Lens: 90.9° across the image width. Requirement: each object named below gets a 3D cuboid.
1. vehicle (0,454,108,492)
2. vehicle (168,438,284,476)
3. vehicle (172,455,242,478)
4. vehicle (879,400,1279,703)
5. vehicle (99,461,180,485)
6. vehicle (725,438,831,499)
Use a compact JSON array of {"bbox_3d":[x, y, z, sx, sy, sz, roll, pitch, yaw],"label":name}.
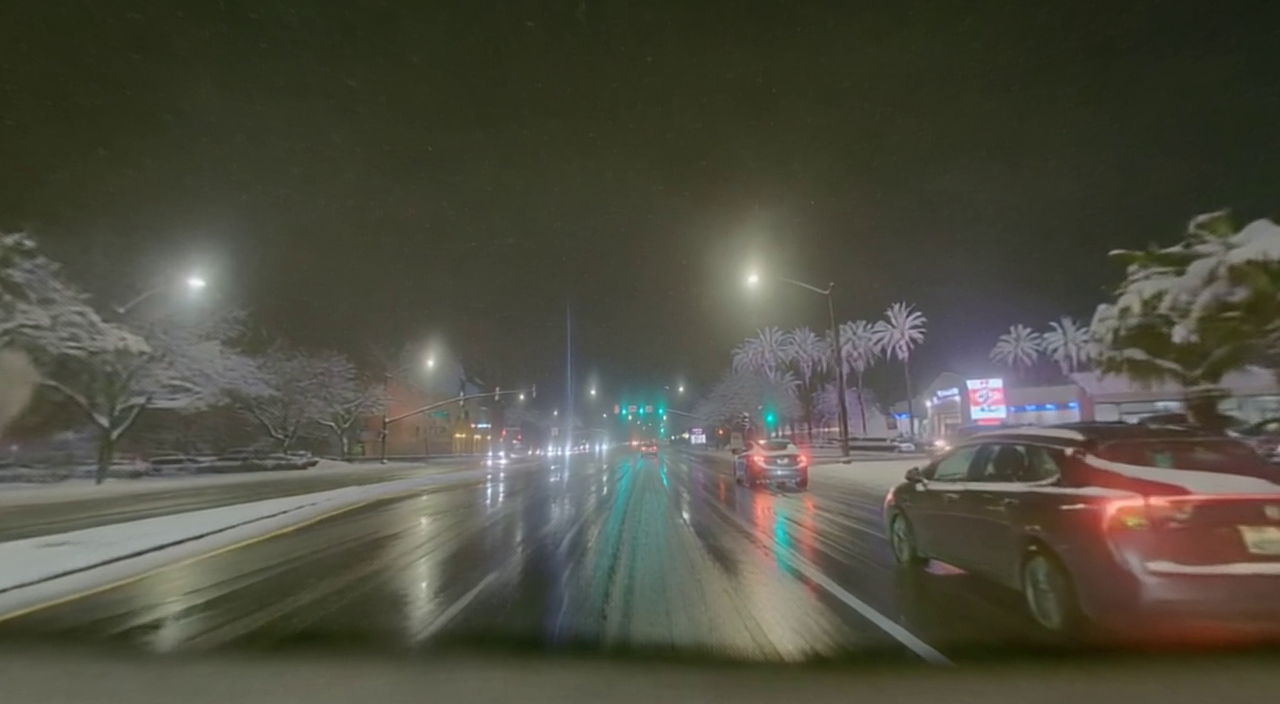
[{"bbox_3d":[-31.984,6.443,33.678,4.978,1.873,2.164,0,-8,-1],"label":"vehicle"},{"bbox_3d":[-30.758,7.785,46.989,7.019,2.687,2.419,-1,-8,4],"label":"vehicle"},{"bbox_3d":[-29.465,7.790,43.062,1.966,1.430,4.309,0,-9,-4],"label":"vehicle"},{"bbox_3d":[3.677,1.294,5.023,1.931,1.534,4.126,0,-8,0],"label":"vehicle"},{"bbox_3d":[-31.382,7.562,39.642,1.703,1.328,4.065,0,-8,1],"label":"vehicle"},{"bbox_3d":[3.694,3.209,17.814,1.870,1.467,4.800,0,-8,0],"label":"vehicle"}]
